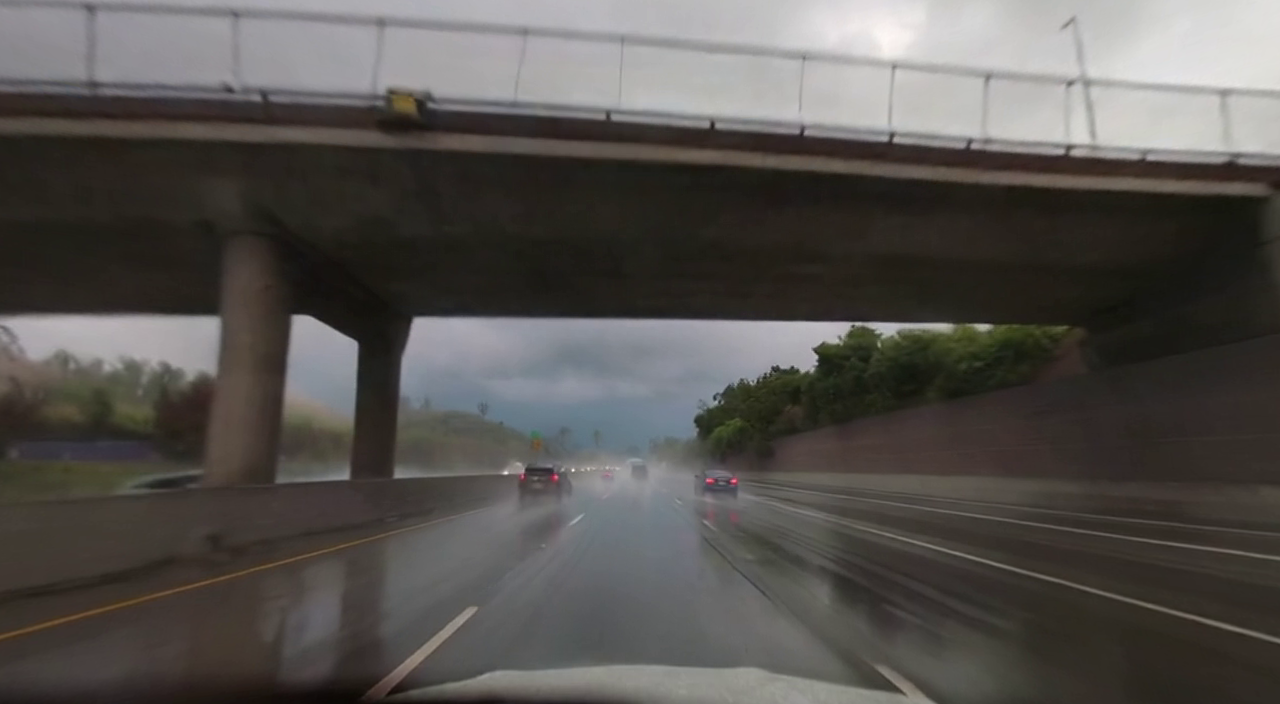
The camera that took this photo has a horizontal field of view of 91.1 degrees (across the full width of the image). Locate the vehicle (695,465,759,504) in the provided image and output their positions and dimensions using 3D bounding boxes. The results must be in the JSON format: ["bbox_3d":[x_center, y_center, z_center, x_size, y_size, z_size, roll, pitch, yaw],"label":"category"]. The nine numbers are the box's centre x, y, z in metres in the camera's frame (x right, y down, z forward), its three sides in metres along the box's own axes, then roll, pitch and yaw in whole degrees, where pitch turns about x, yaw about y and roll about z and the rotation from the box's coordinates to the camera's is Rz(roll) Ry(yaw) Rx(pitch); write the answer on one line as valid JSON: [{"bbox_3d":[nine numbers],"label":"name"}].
[{"bbox_3d":[3.726,5.792,27.768,2.092,1.518,4.348,1,-10,-2],"label":"vehicle"}]

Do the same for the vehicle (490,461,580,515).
[{"bbox_3d":[-3.250,4.335,20.337,2.099,1.516,4.308,0,-10,1],"label":"vehicle"}]

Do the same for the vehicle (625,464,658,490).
[{"bbox_3d":[0.117,8.711,44.008,2.181,1.698,4.056,1,-10,0],"label":"vehicle"}]

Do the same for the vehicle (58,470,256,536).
[{"bbox_3d":[-12.558,3.915,16.790,1.795,1.456,4.329,0,-10,0],"label":"vehicle"}]
